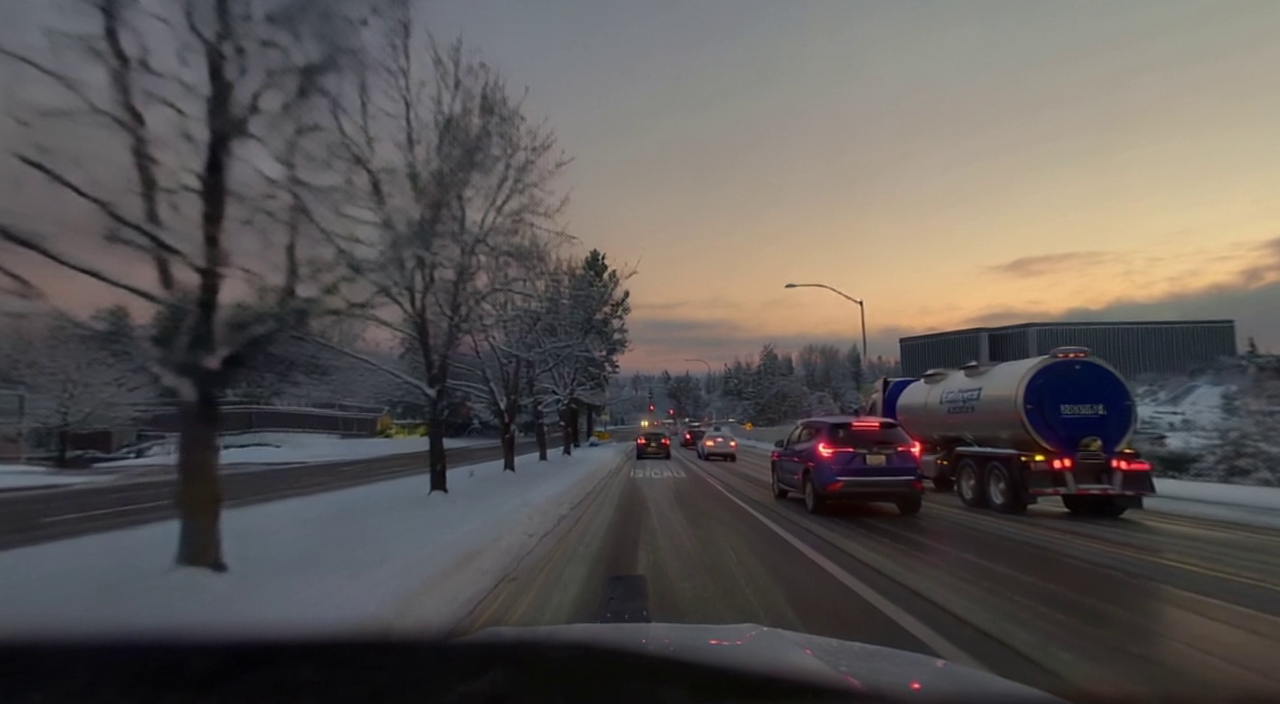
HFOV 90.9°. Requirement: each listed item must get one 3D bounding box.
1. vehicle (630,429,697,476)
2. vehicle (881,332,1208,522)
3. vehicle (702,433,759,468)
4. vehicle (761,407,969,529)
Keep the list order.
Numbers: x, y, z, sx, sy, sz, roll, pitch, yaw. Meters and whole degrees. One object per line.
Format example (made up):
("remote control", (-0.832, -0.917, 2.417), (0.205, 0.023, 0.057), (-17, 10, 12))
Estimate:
("vehicle", (0.774, 3.549, 22.429), (2.148, 1.488, 4.002), (0, -8, 1))
("vehicle", (8.031, 1.704, 13.858), (2.849, 3.207, 6.275), (0, -8, -1))
("vehicle", (4.016, 4.450, 28.554), (1.917, 1.475, 4.081), (0, -8, -1))
("vehicle", (3.654, 1.997, 11.332), (2.045, 1.729, 4.532), (0, -8, 0))
